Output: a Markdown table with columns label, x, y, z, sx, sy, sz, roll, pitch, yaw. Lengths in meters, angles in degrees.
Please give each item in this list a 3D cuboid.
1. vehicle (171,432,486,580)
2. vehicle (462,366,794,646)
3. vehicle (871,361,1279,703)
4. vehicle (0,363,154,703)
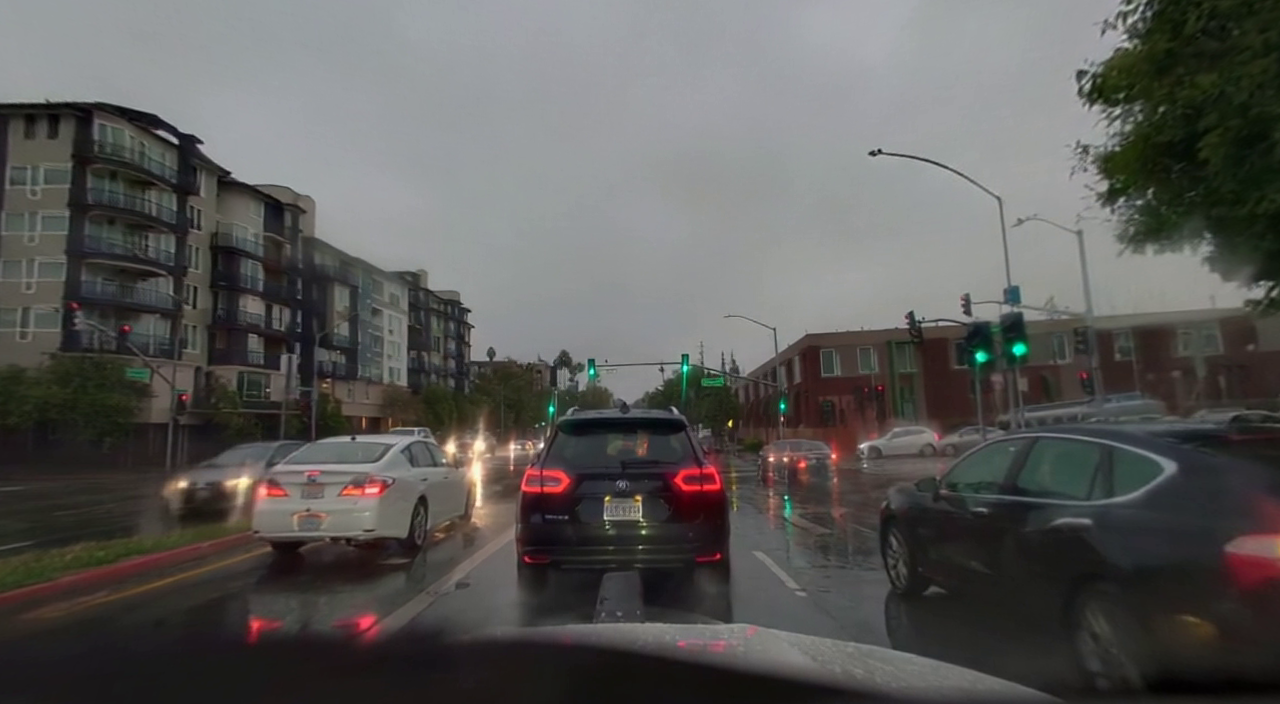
| label | x | y | z | sx | sy | sz | roll | pitch | yaw |
| --- | --- | --- | --- | --- | --- | --- | --- | --- | --- |
| vehicle | -3.788 | 1.935 | 8.924 | 2.055 | 1.488 | 4.733 | 0 | -8 | 0 |
| vehicle | -0.106 | 1.409 | 6.967 | 2.206 | 1.858 | 5.332 | 0 | -8 | 0 |
| vehicle | 3.177 | 1.072 | 3.825 | 1.906 | 1.608 | 4.137 | 0 | -8 | -1 |
| vehicle | -3.819 | 0.641 | 0.931 | 2.126 | 1.693 | 5.289 | 0 | -8 | -2 |
